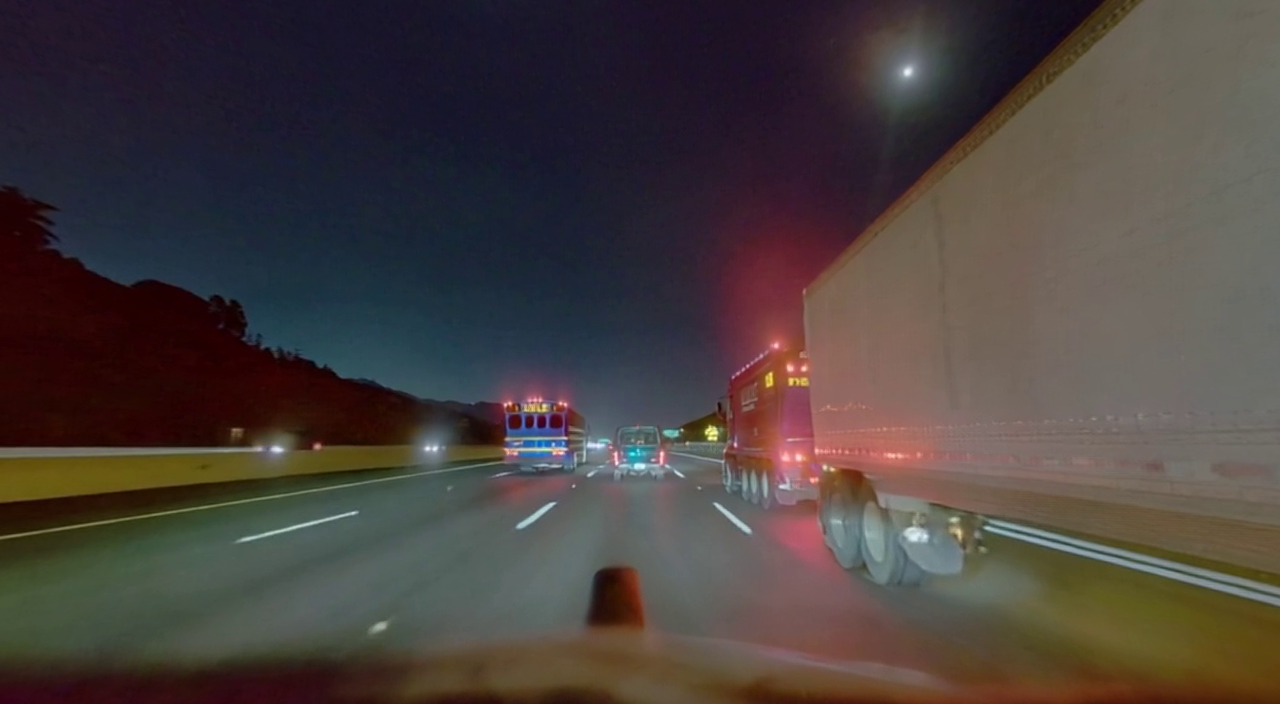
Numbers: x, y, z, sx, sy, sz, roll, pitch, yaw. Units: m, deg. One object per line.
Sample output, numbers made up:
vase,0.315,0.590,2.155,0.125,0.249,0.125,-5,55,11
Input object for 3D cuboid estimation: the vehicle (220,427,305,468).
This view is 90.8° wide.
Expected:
vehicle,-25.544,6.490,43.035,2.352,2.526,5.568,0,-8,0

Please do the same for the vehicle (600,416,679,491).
vehicle,-0.080,2.943,18.520,2.037,1.929,4.343,0,-8,-2

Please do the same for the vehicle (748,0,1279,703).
vehicle,4.007,0.325,7.443,3.006,4.101,13.245,0,-8,-1

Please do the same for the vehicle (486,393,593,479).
vehicle,-3.824,3.548,26.258,2.947,3.009,7.991,0,-8,1
